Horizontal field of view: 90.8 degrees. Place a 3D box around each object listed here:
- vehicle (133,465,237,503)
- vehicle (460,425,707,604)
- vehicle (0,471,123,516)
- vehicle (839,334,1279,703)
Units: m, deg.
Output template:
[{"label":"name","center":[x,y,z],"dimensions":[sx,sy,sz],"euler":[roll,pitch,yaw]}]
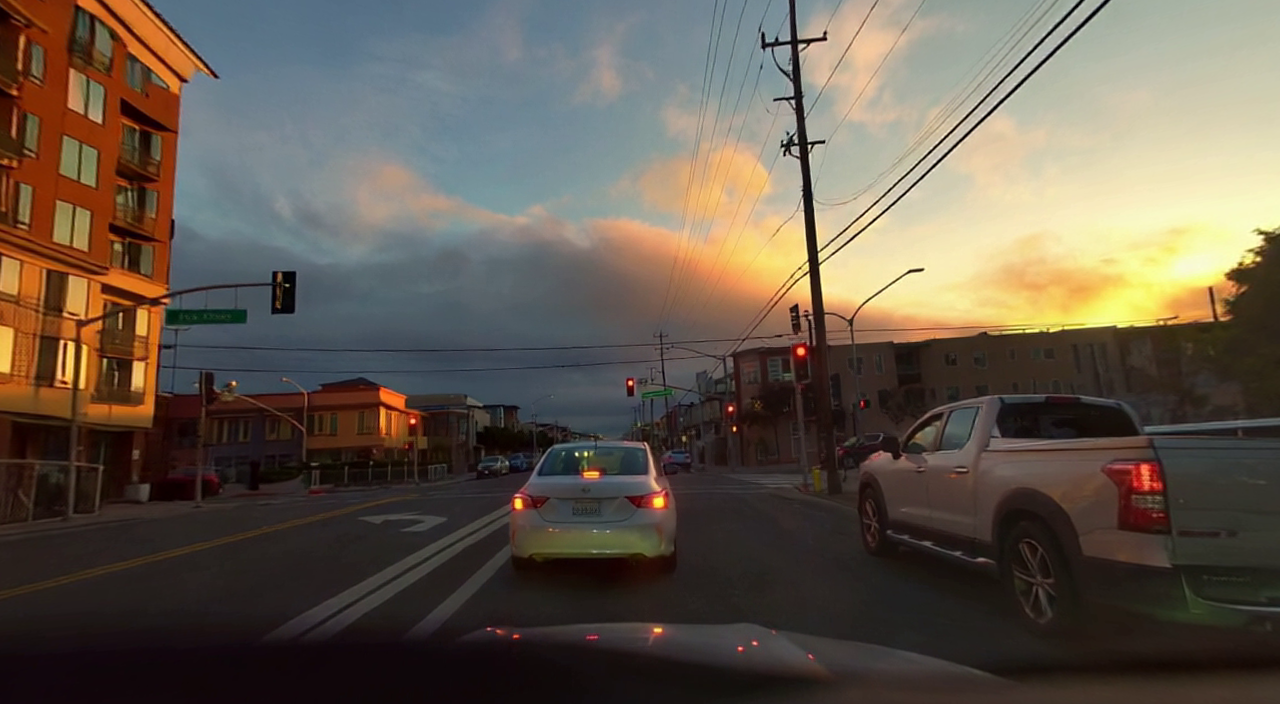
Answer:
[{"label":"vehicle","center":[-25.386,7.371,35.346],"dimensions":[4.337,1.739,1.981],"euler":[-5,-11,1]},{"label":"vehicle","center":[-0.490,1.642,7.311],"dimensions":[2.019,1.453,4.129],"euler":[0,-8,-1]},{"label":"vehicle","center":[-24.780,6.032,26.975],"dimensions":[3.891,1.538,1.698],"euler":[-5,-11,0]},{"label":"vehicle","center":[3.820,1.230,5.912],"dimensions":[2.248,1.945,5.011],"euler":[0,-8,0]}]
